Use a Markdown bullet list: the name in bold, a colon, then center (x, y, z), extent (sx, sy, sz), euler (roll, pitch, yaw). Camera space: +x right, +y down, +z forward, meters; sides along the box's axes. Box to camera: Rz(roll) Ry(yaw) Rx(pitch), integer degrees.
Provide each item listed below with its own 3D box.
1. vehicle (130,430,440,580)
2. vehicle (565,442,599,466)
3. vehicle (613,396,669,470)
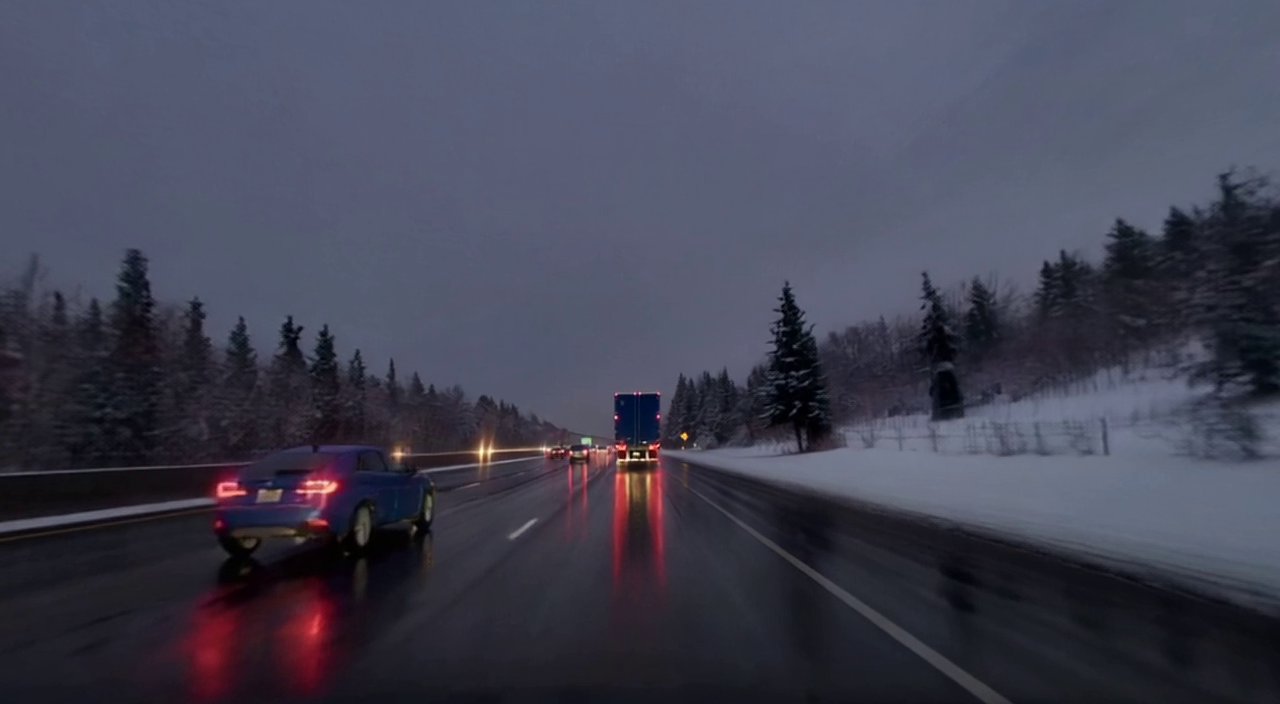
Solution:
- **vehicle**: center (-4.237, 1.858, 8.354), extent (1.895, 1.500, 3.808), euler (0, -9, 0)
- **vehicle**: center (-4.052, 7.237, 44.507), extent (2.006, 1.572, 4.082), euler (0, -9, 0)
- **vehicle**: center (-0.036, 5.381, 40.673), extent (3.123, 4.094, 10.812), euler (0, -9, -1)
